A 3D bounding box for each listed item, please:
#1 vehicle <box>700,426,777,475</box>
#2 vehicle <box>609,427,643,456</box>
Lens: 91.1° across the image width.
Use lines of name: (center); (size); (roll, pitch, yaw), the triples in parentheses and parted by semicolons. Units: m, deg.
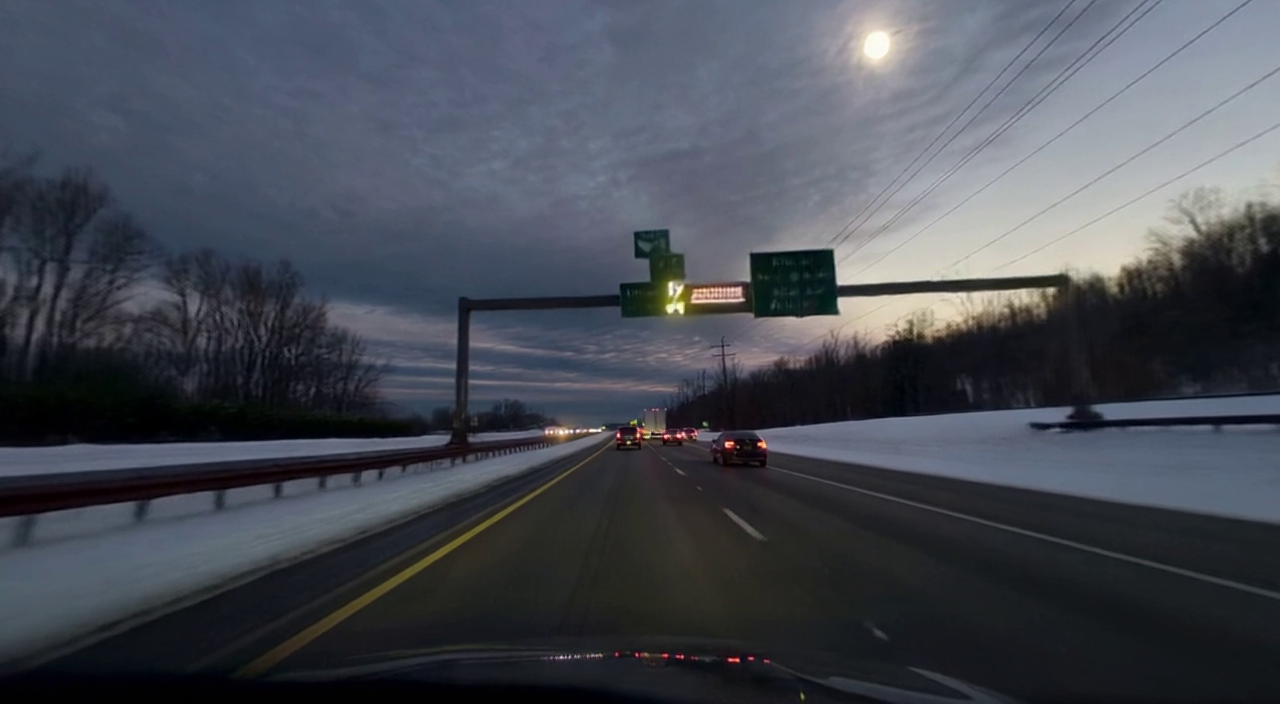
vehicle: (3.408, 3.489, 22.600); (2.062, 1.581, 3.914); (0, -8, -1)
vehicle: (-0.861, 5.527, 38.890); (2.019, 1.642, 3.790); (0, -8, -1)
